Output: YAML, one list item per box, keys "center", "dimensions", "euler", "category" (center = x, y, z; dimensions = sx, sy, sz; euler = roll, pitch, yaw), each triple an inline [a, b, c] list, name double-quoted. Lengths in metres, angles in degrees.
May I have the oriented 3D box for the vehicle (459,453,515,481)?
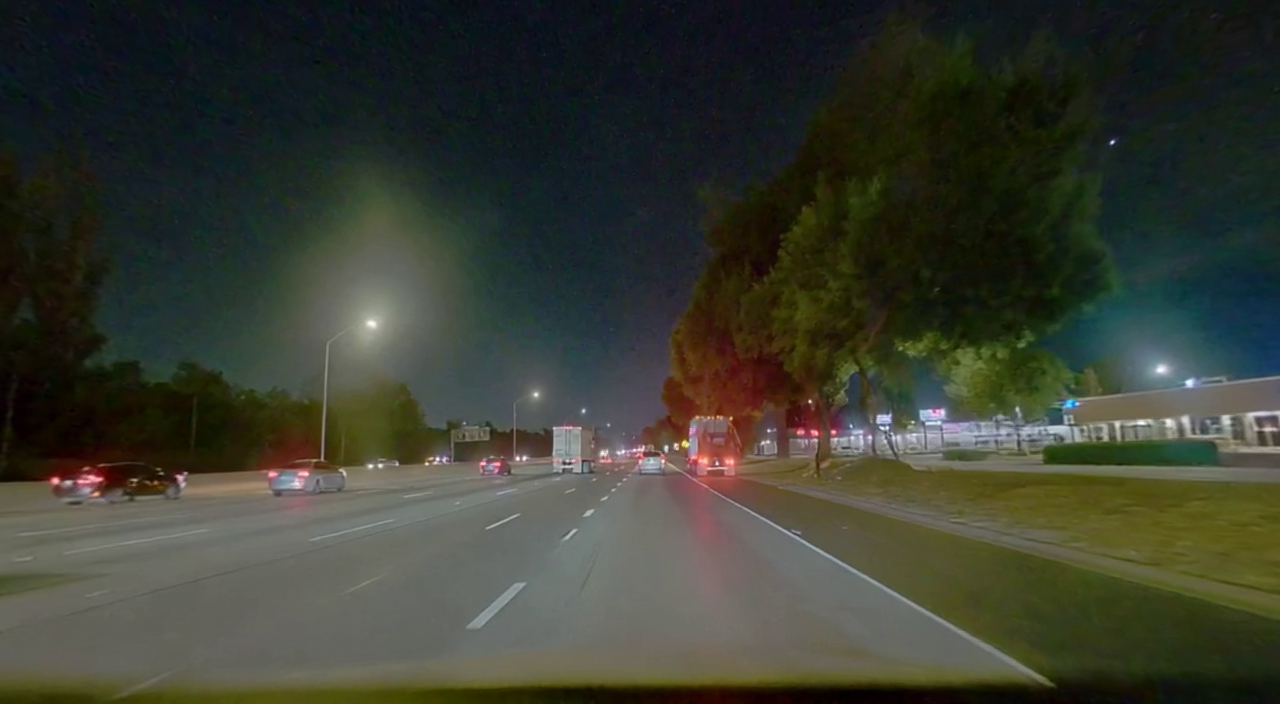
- center: [-8.976, 6.755, 37.428]
  dimensions: [1.929, 1.477, 4.746]
  euler: [-1, -9, 3]
  category: "vehicle"

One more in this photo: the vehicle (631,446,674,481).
- center: [0.692, 6.157, 35.247]
  dimensions: [2.227, 1.794, 4.646]
  euler: [0, -8, 1]
  category: "vehicle"

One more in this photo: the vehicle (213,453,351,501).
- center: [-12.589, 4.392, 22.633]
  dimensions: [1.928, 1.480, 4.823]
  euler: [-1, -8, 3]
  category: "vehicle"

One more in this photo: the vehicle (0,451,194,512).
- center: [-16.450, 3.884, 19.416]
  dimensions: [1.885, 1.591, 4.599]
  euler: [-1, -9, 3]
  category: "vehicle"

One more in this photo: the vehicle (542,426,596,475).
- center: [-5.335, 7.570, 48.860]
  dimensions: [2.796, 3.426, 8.553]
  euler: [-1, -8, 2]
  category: "vehicle"

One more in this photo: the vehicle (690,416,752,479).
- center: [5.519, 6.965, 45.412]
  dimensions: [2.801, 3.732, 11.836]
  euler: [-4, -9, 0]
  category: "vehicle"
